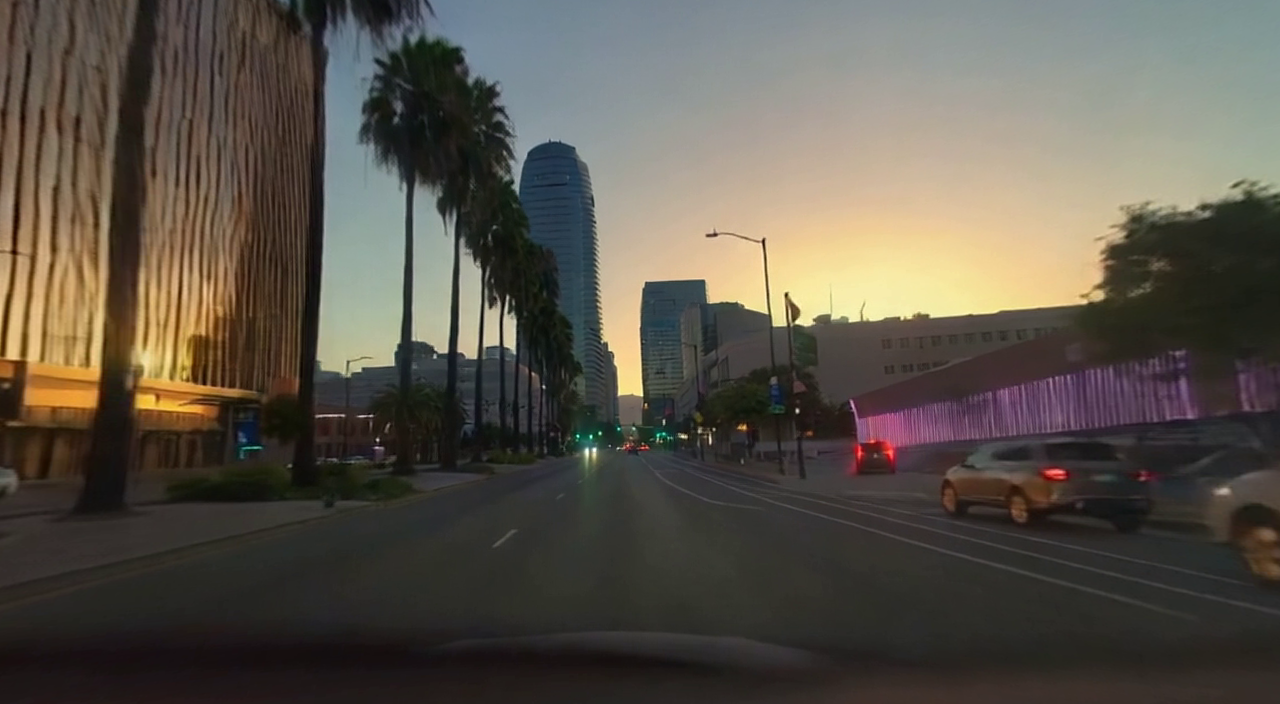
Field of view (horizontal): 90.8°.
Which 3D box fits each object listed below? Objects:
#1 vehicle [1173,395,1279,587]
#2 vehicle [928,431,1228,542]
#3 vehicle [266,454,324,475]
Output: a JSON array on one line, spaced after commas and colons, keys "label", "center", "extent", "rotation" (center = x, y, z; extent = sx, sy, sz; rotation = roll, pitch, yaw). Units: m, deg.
[{"label": "vehicle", "center": [6.964, 1.085, 4.578], "extent": [2.225, 1.727, 4.418], "rotation": [0, -9, -1]}, {"label": "vehicle", "center": [7.097, 2.204, 11.088], "extent": [1.919, 1.499, 4.779], "rotation": [0, -9, 1]}, {"label": "vehicle", "center": [-25.628, 8.350, 47.081], "extent": [2.080, 1.457, 4.424], "rotation": [0, -9, -4]}]
